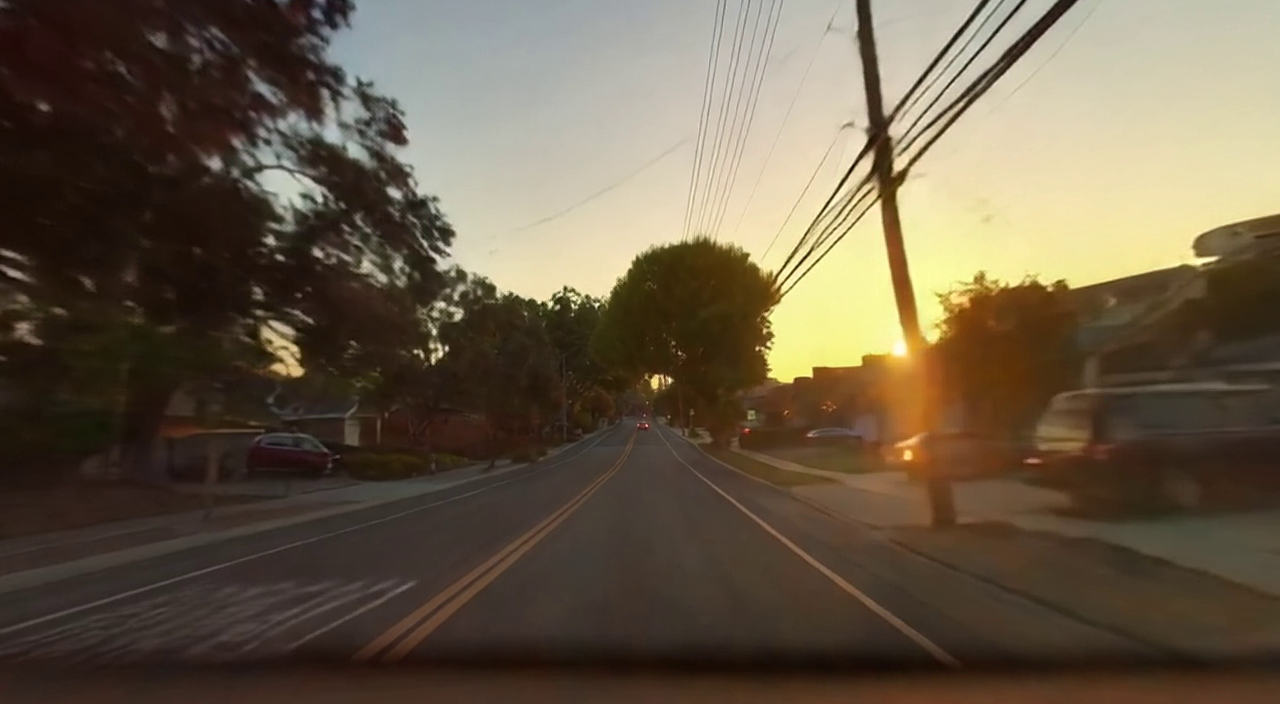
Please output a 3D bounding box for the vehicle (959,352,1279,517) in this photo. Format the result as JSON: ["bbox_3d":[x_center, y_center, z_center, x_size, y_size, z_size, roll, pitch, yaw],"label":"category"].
[{"bbox_3d":[9.234,1.354,10.730,6.133,2.254,2.383,-3,-10,-2],"label":"vehicle"}]

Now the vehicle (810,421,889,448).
[{"bbox_3d":[15.178,6.008,45.647,5.046,1.548,2.174,-8,-11,25],"label":"vehicle"}]
